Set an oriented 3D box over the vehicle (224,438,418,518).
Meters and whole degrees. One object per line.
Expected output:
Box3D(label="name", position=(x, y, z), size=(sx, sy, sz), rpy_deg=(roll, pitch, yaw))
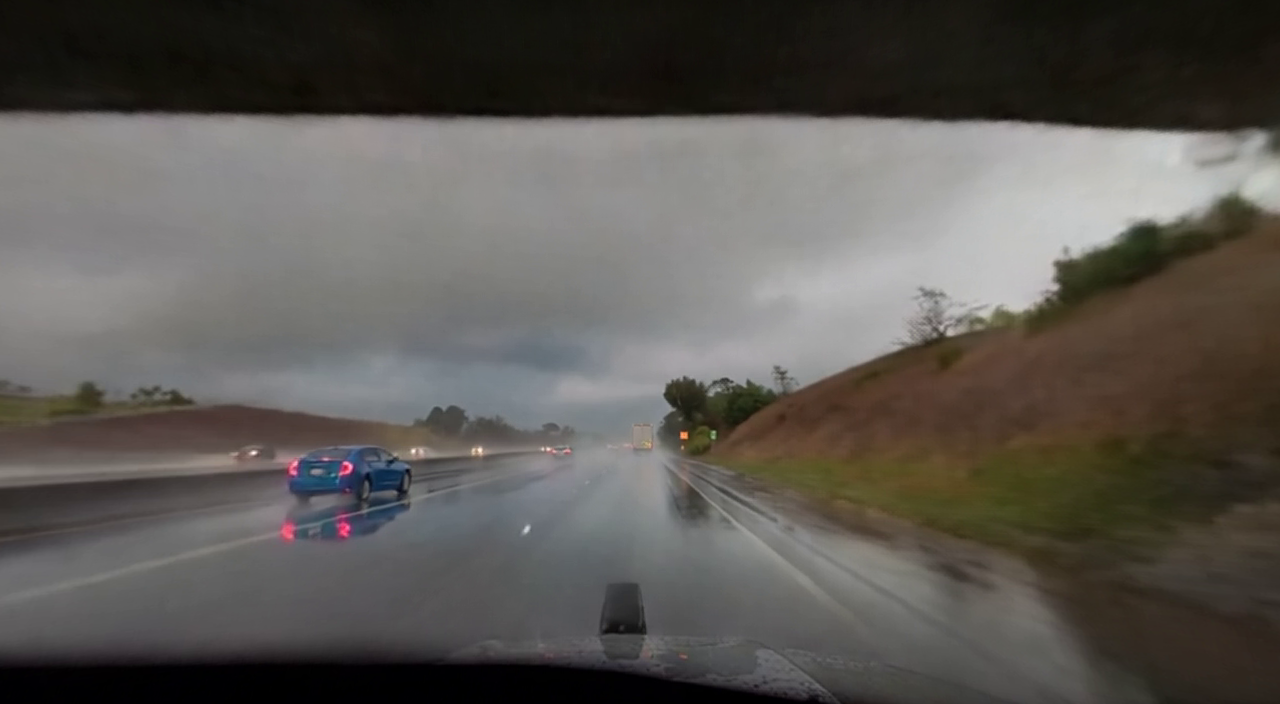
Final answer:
Box3D(label="vehicle", position=(-7.104, 2.826, 14.744), size=(2.096, 1.541, 4.610), rpy_deg=(0, -8, 0))
